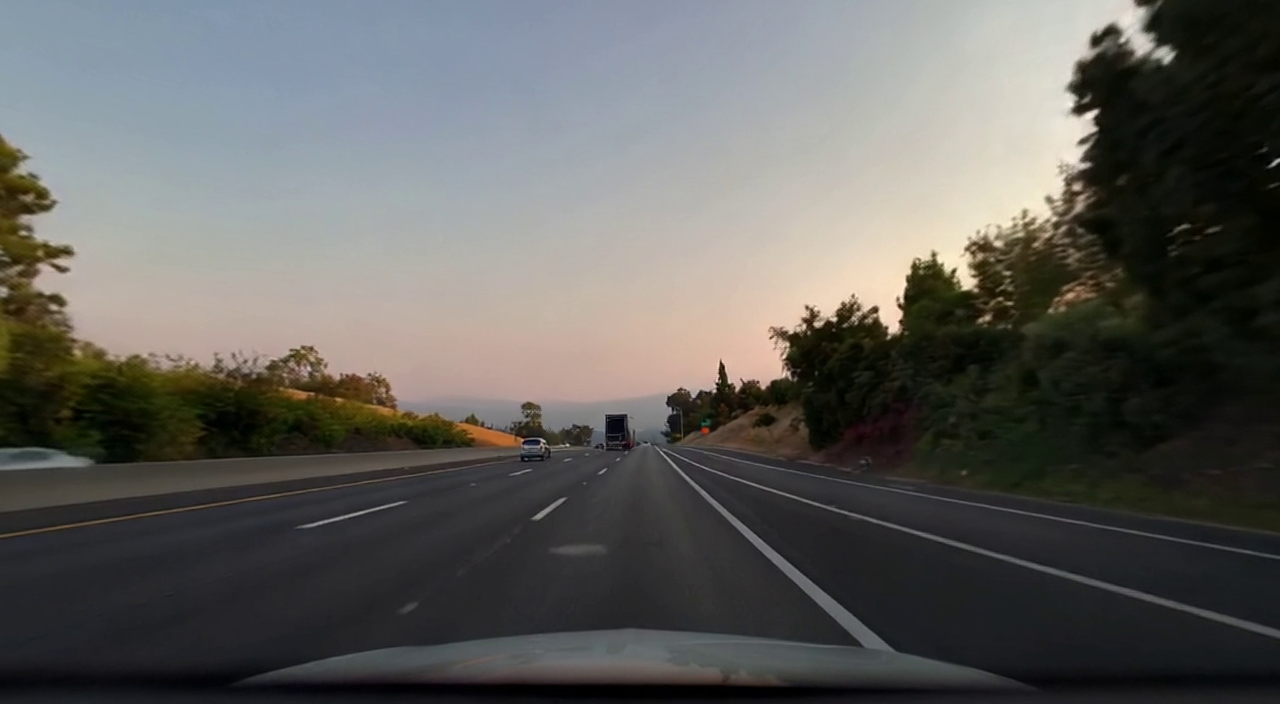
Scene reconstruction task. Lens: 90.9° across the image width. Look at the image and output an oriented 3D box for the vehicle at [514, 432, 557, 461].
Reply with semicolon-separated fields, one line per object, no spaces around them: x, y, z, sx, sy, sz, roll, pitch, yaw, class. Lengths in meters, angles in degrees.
-7.089;6.454;43.071;2.043;1.828;4.436;0;-8;2;vehicle
